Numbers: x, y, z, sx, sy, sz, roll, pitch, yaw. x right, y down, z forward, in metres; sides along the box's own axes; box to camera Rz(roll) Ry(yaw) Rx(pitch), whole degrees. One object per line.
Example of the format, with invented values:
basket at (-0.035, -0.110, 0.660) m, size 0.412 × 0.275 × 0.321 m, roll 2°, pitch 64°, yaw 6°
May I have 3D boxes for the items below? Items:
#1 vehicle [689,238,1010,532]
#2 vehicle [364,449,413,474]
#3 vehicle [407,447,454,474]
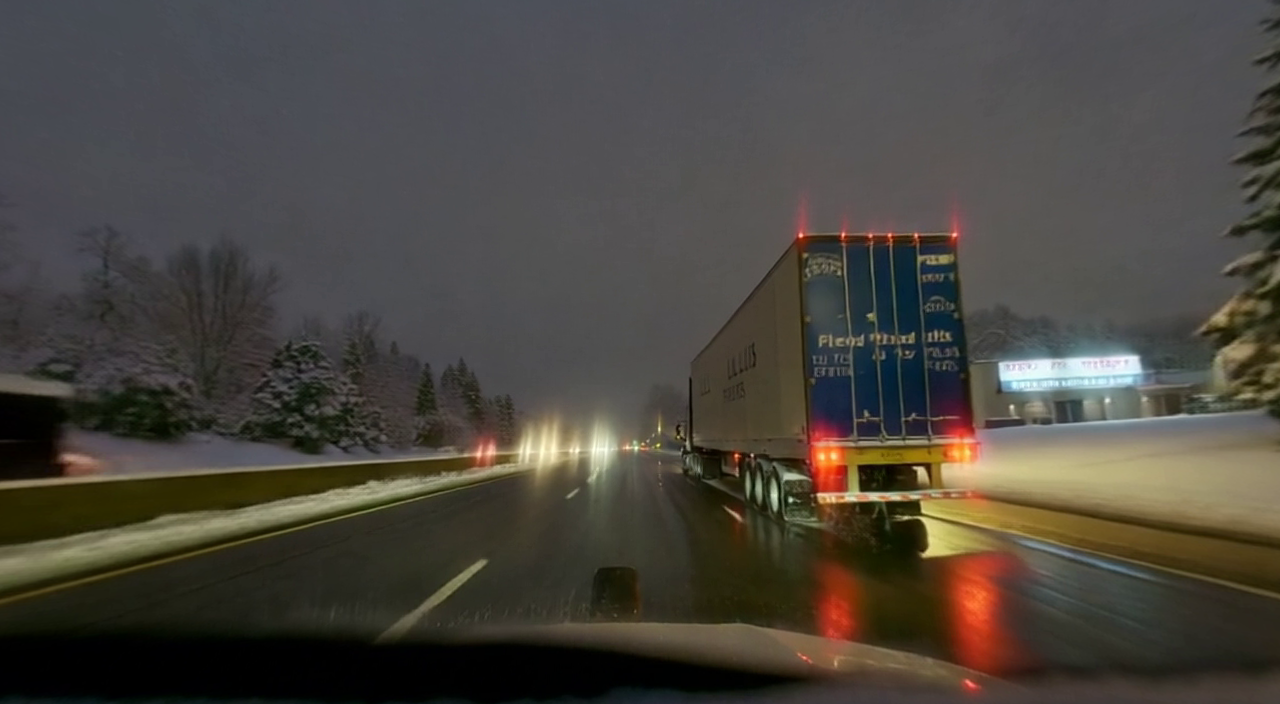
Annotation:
vehicle at (3.706, 1.691, 17.893) m, size 2.891 × 4.387 × 17.121 m, roll 0°, pitch -9°, yaw -1°
vehicle at (-14.852, 6.460, 37.499) m, size 1.559 × 1.345 × 3.270 m, roll 0°, pitch -9°, yaw 0°
vehicle at (-11.085, 5.728, 33.570) m, size 1.423 × 1.311 × 3.159 m, roll 0°, pitch -9°, yaw 0°
